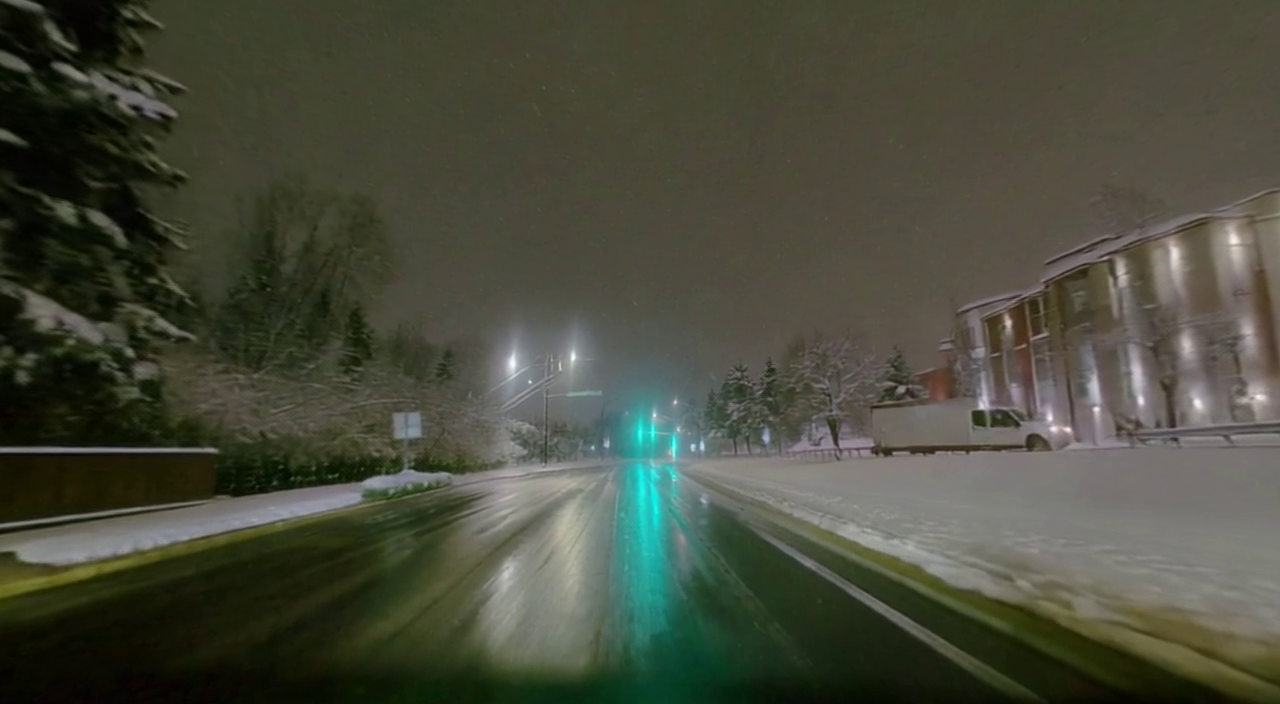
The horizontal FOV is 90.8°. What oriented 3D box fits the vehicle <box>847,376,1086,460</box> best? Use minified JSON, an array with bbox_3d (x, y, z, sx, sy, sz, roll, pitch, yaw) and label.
[{"bbox_3d":[18.901,4.755,40.333,3.411,3.967,20.452,0,-9,-3],"label":"vehicle"}]
